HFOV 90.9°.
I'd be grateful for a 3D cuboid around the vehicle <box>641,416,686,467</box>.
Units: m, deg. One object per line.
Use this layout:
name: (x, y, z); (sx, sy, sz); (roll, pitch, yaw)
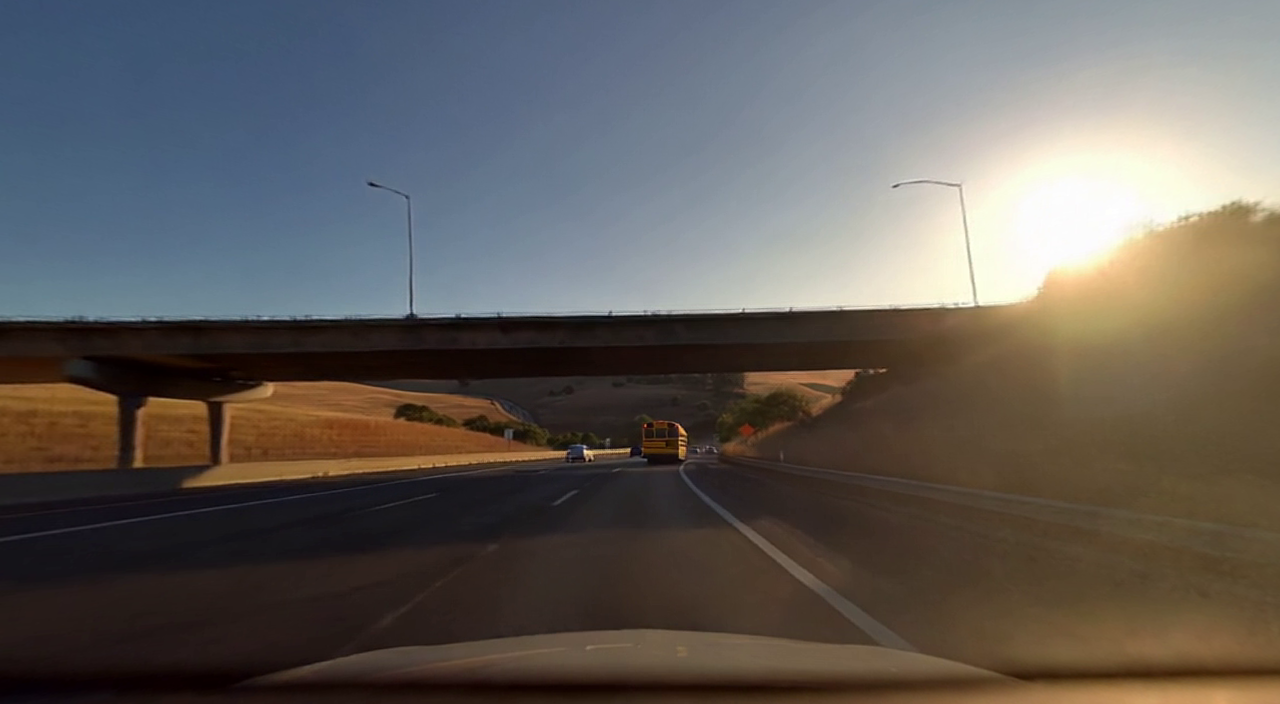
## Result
vehicle: (1.846, 6.641, 46.532); (2.945, 3.295, 10.406); (0, -8, 3)
